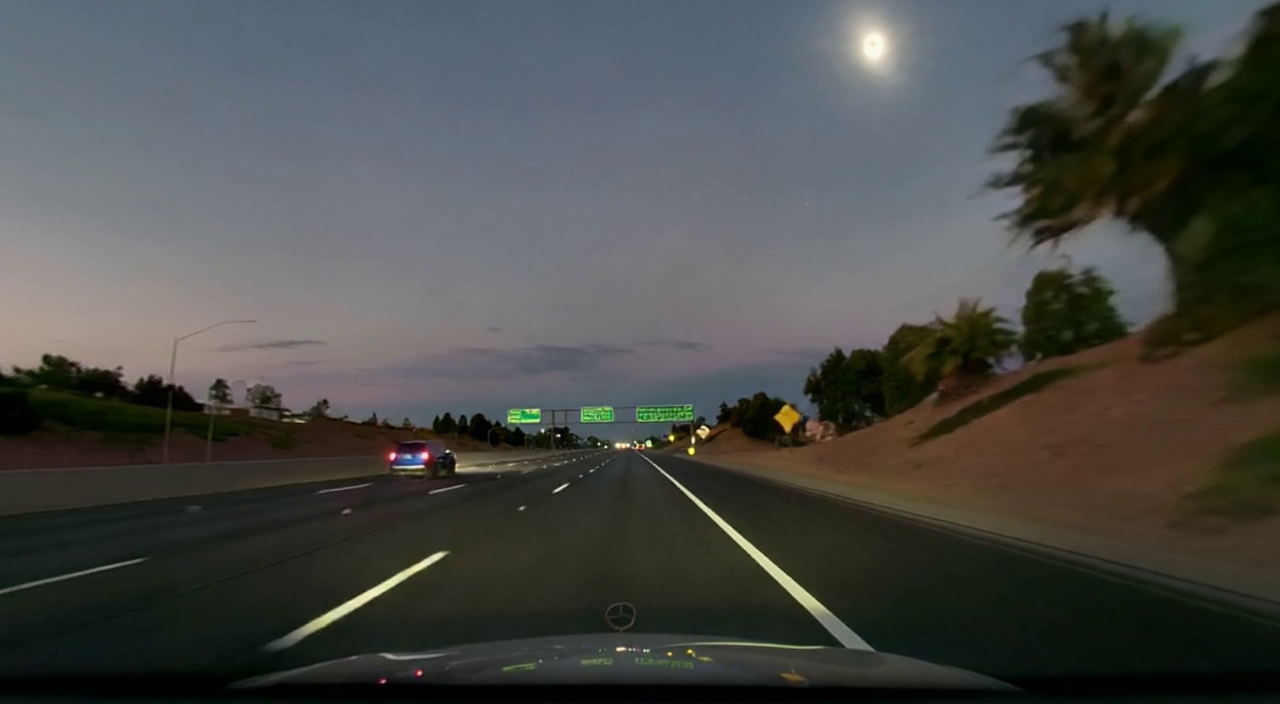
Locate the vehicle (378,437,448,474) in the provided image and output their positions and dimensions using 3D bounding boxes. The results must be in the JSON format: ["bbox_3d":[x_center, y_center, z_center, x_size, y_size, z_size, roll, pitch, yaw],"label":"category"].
[{"bbox_3d":[-11.829,5.423,33.271,2.016,1.754,4.543,0,-9,0],"label":"vehicle"}]
